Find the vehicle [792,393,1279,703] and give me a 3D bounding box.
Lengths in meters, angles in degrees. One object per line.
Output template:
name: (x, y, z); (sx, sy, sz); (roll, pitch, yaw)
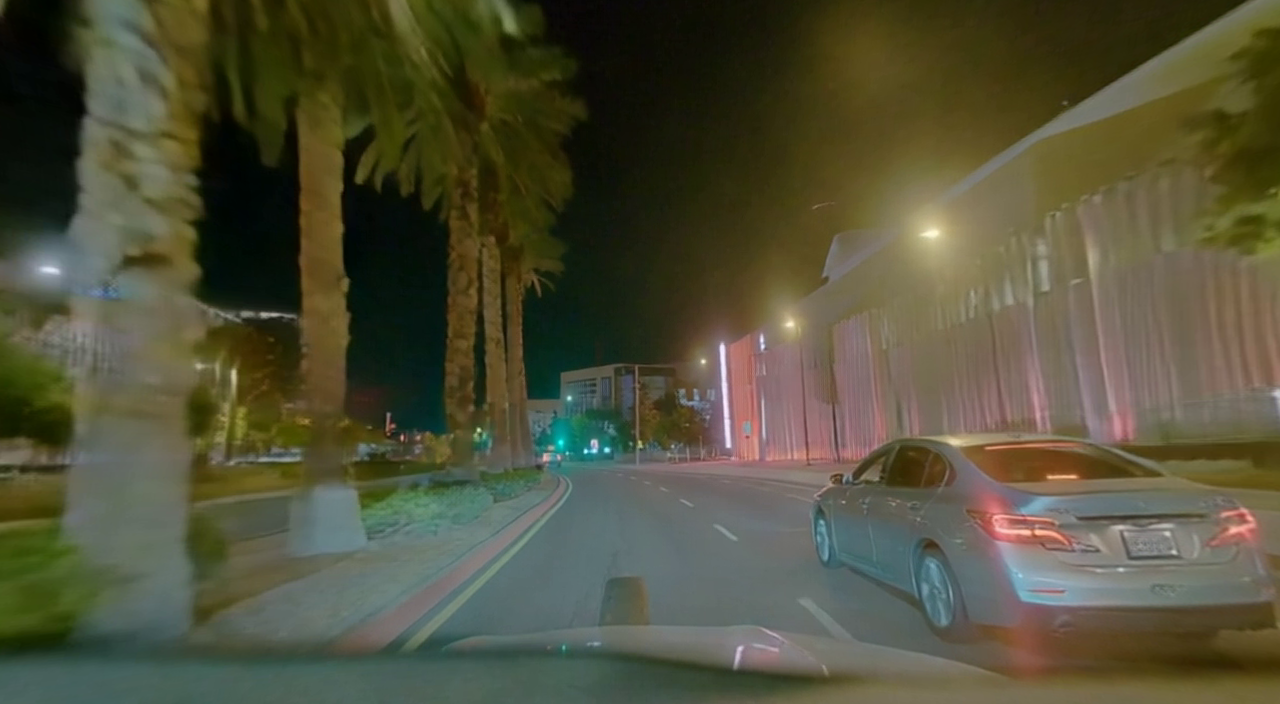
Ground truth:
vehicle: (2.816, 1.326, 5.392); (1.867, 1.554, 4.301); (-1, -9, -1)
